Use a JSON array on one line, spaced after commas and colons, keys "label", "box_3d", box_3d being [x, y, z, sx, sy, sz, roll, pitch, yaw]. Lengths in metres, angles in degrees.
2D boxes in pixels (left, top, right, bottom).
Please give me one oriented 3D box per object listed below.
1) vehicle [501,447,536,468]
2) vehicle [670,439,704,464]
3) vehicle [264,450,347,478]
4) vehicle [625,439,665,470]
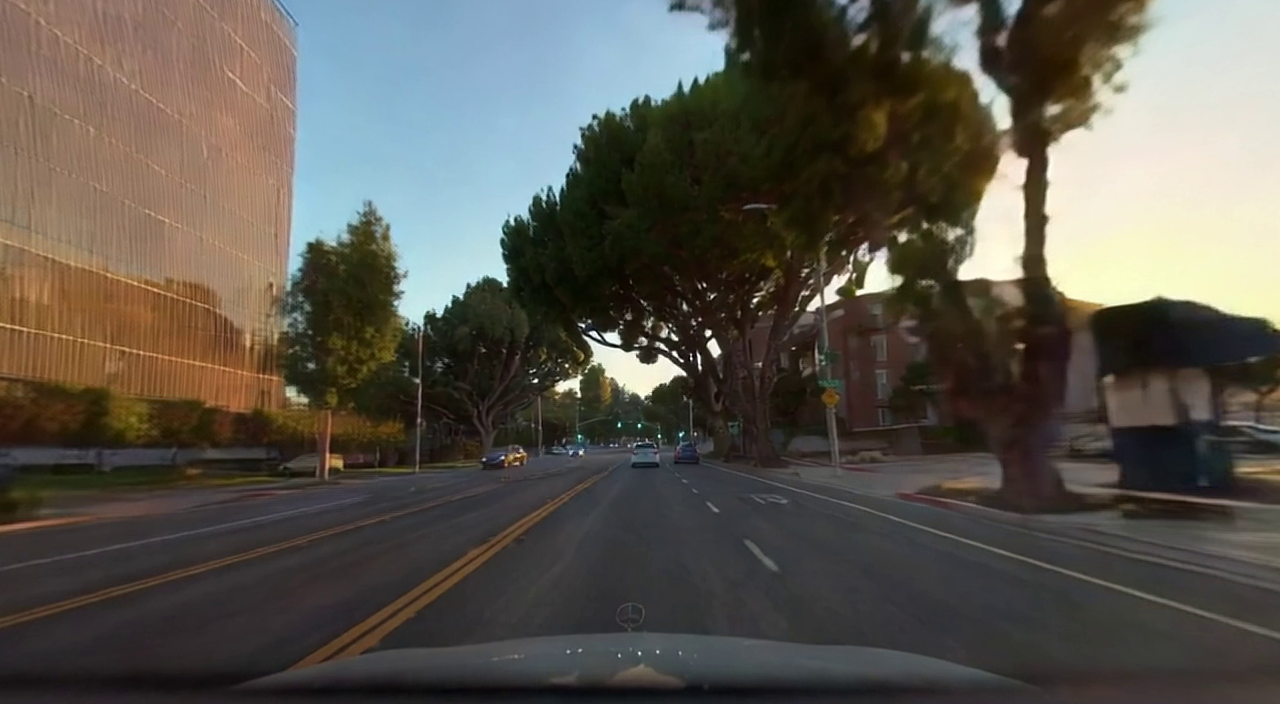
[{"label": "vehicle", "box_3d": [-9.204, 8.039, 48.157, 1.889, 1.506, 3.911, 0, -8, 0]}, {"label": "vehicle", "box_3d": [3.487, 7.420, 47.344, 2.189, 1.766, 4.495, 0, -8, -1]}, {"label": "vehicle", "box_3d": [-21.267, 7.151, 40.195, 4.152, 1.686, 1.873, 0, -8, -1]}, {"label": "vehicle", "box_3d": [0.284, 5.754, 35.504, 2.109, 1.612, 3.963, 0, -8, 1]}]
